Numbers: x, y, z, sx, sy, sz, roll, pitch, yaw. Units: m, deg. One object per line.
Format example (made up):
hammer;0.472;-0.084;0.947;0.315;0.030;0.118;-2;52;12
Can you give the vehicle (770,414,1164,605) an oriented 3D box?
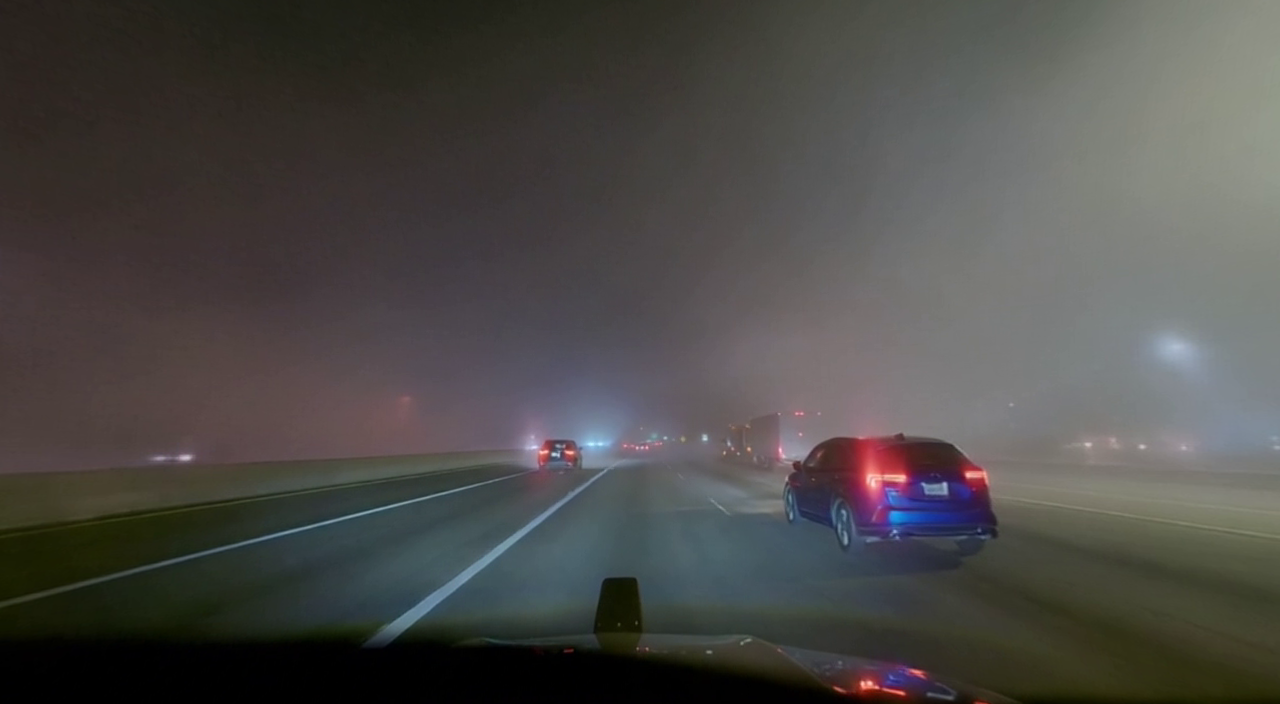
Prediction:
vehicle;3.211;1.667;7.728;2.107;1.550;4.949;0;-9;-1

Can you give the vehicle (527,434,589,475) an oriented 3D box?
vehicle;-3.725;4.783;29.547;2.193;1.746;4.512;0;-9;1
